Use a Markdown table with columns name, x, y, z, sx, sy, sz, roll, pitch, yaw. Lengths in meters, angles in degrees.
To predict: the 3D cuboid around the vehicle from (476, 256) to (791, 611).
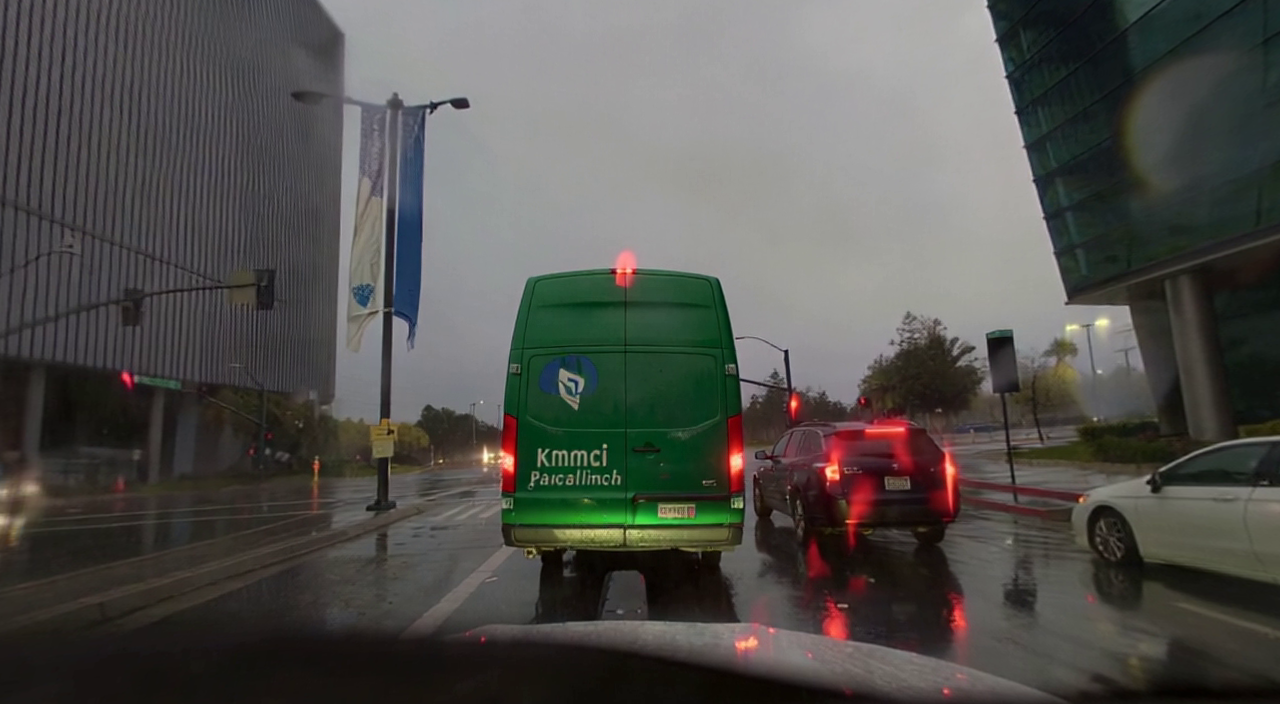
| name | x | y | z | sx | sy | sz | roll | pitch | yaw |
| --- | --- | --- | --- | --- | --- | --- | --- | --- | --- |
| vehicle | -0.027 | 1.187 | 9.087 | 2.613 | 3.035 | 7.342 | 0 | -8 | 1 |

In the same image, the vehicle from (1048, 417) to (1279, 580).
| name | x | y | z | sx | sy | sz | roll | pitch | yaw |
| --- | --- | --- | --- | --- | --- | --- | --- | --- | --- |
| vehicle | 7.526 | 1.577 | 7.004 | 1.963 | 1.669 | 4.678 | 3 | -9 | -20 |

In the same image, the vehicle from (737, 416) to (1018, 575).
| name | x | y | z | sx | sy | sz | roll | pitch | yaw |
| --- | --- | --- | --- | --- | --- | --- | --- | --- | --- |
| vehicle | 2.880 | 1.863 | 9.046 | 2.183 | 1.676 | 4.506 | 0 | -8 | -1 |

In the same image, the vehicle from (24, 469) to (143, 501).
| name | x | y | z | sx | sy | sz | roll | pitch | yaw |
| --- | --- | --- | --- | --- | --- | --- | --- | --- | --- |
| vehicle | -31.096 | 7.437 | 35.407 | 4.806 | 1.652 | 1.869 | 0 | -8 | -2 |
